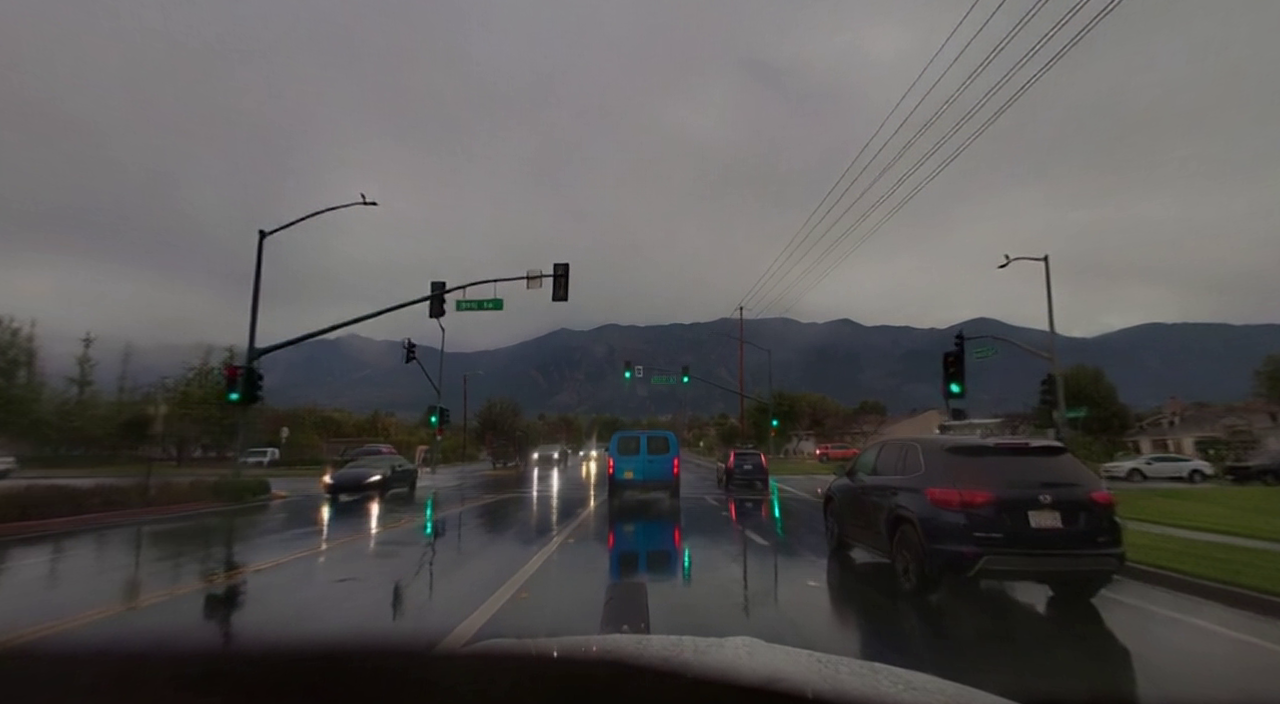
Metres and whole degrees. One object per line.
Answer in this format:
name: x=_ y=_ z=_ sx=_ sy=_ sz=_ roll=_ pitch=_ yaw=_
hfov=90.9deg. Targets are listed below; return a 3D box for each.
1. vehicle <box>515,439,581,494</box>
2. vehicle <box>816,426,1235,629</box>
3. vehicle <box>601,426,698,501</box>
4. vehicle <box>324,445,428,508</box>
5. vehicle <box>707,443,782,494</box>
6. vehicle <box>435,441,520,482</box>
vehicle: x=-3.317 y=4.008 z=22.485 sx=2.059 sy=1.749 sz=4.458 roll=1 pitch=-9 yaw=-10
vehicle: x=3.879 y=1.814 z=7.680 sx=2.155 sy=1.658 sz=4.721 roll=0 pitch=-8 yaw=1
vehicle: x=0.281 y=3.419 z=19.802 sx=2.636 sy=2.011 sz=5.130 roll=0 pitch=-8 yaw=1
vehicle: x=-7.477 y=3.495 z=18.328 sx=2.005 sy=1.533 sz=4.644 roll=2 pitch=-9 yaw=-13
vehicle: x=3.685 y=4.175 z=22.968 sx=1.957 sy=1.646 sz=4.355 roll=0 pitch=-8 yaw=0
vehicle: x=-7.985 y=5.281 z=30.737 sx=1.999 sy=1.864 sz=4.530 roll=8 pitch=-11 yaw=-42
